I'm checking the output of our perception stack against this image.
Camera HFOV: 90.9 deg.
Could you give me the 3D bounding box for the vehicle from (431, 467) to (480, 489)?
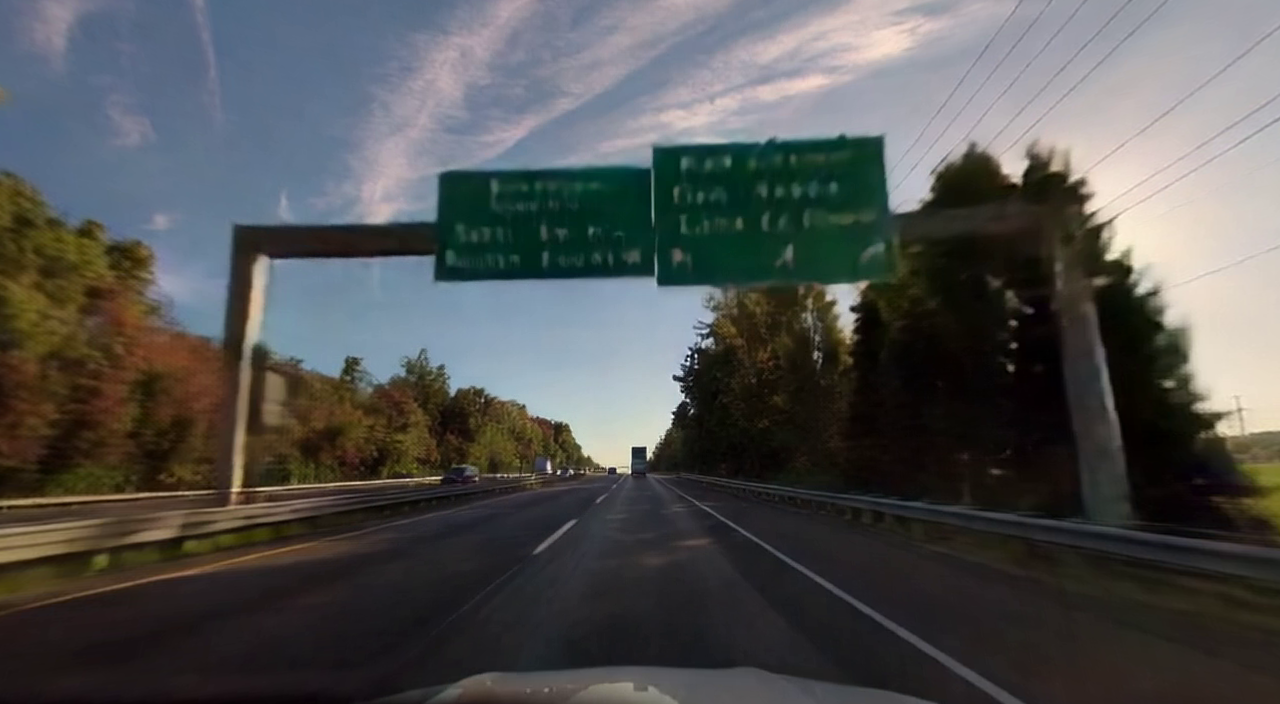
[{"bbox_3d":[-12.569,8.601,43.149,1.945,1.434,4.412,1,-10,0],"label":"vehicle"}]
